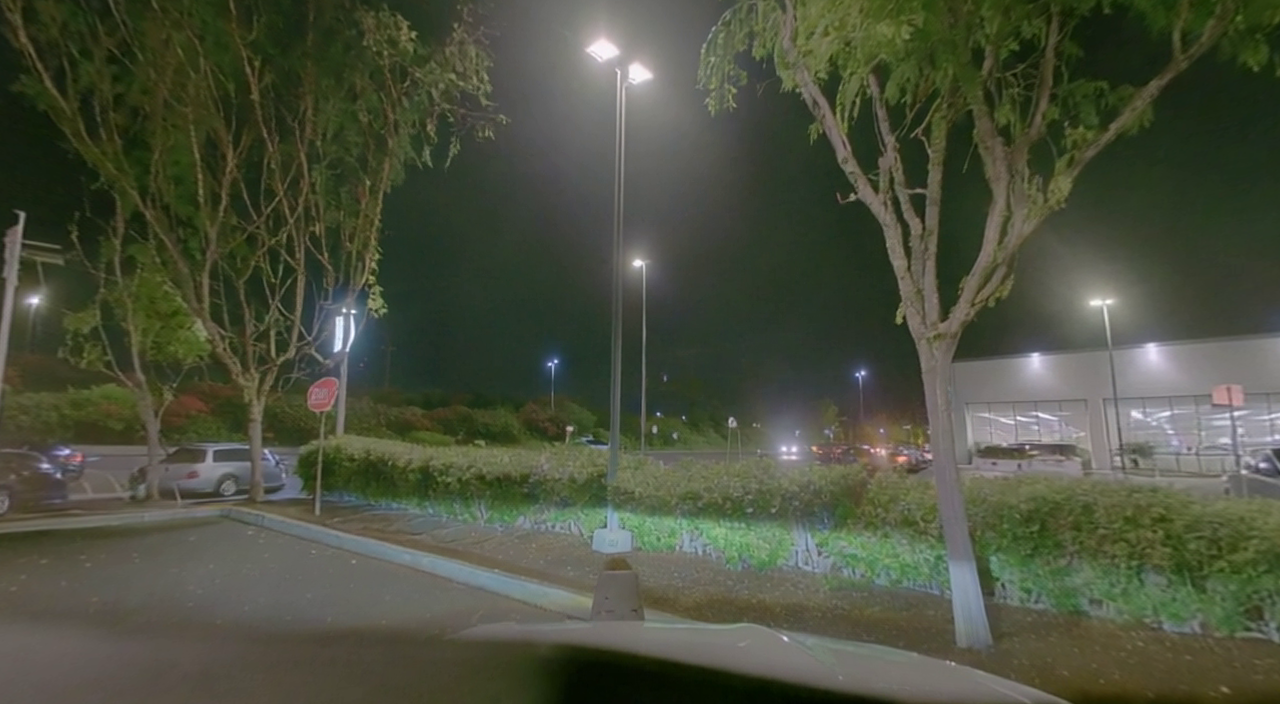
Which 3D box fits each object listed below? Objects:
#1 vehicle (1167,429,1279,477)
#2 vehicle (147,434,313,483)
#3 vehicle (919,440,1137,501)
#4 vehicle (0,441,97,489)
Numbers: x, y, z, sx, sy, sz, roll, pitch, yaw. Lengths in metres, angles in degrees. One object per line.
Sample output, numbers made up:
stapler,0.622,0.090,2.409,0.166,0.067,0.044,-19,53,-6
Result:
vehicle,23.442,3.813,24.005,4.939,1.664,2.055,-10,-10,42
vehicle,-15.192,3.918,23.636,1.921,1.632,4.752,-8,-11,42
vehicle,10.640,3.217,17.607,4.772,1.441,1.976,-8,-12,42
vehicle,-19.414,3.447,19.245,1.790,1.396,4.000,-10,-13,40
